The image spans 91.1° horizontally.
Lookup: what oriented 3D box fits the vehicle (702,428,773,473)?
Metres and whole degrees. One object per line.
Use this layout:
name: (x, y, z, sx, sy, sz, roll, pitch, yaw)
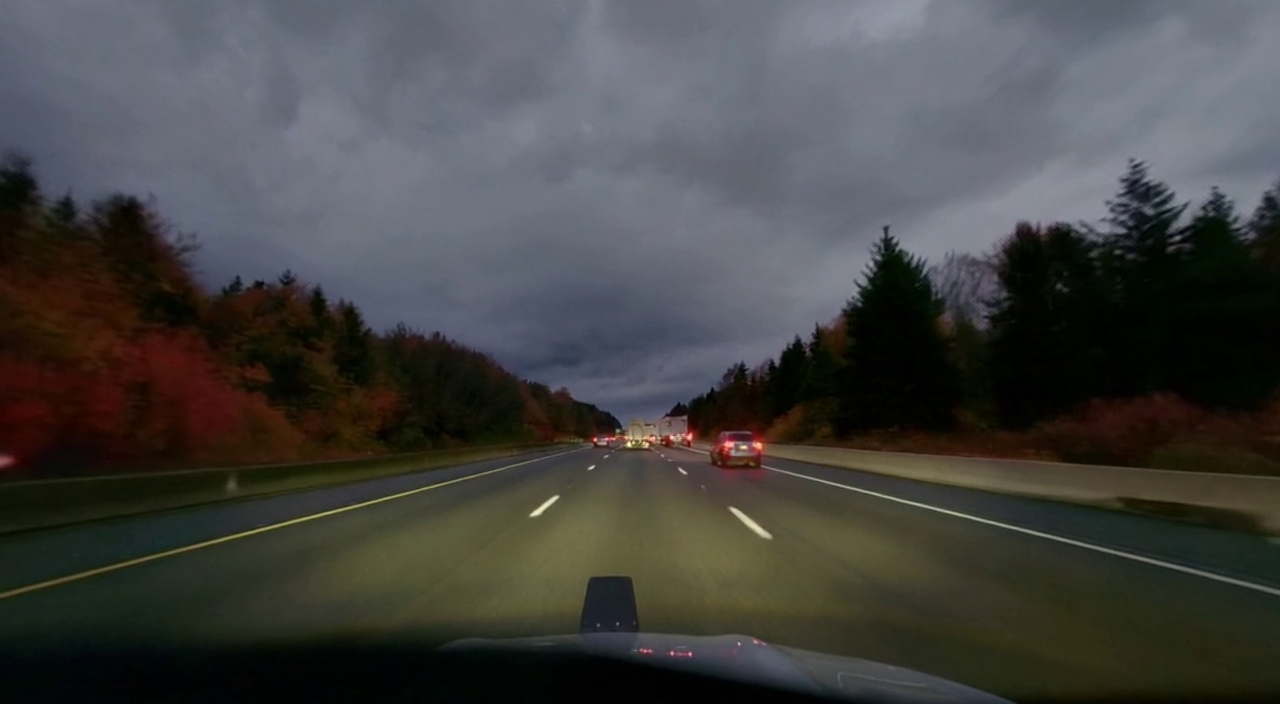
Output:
vehicle: (3.517, 3.615, 23.332, 1.882, 1.492, 3.958, 0, -8, -2)
